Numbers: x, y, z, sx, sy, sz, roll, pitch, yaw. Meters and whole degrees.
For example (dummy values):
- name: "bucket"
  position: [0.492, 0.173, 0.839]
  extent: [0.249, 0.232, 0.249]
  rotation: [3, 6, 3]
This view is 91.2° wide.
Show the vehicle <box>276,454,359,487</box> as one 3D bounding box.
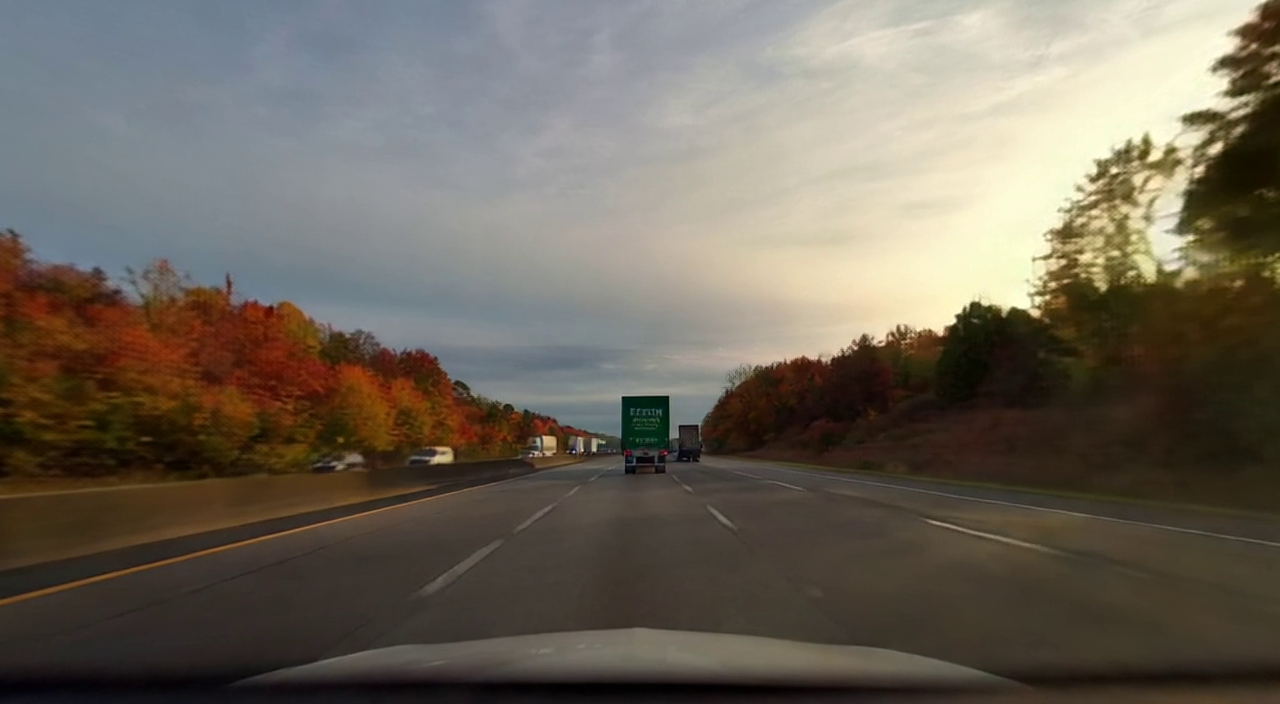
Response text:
- name: "vehicle"
  position: [-16.136, 5.915, 31.604]
  extent: [1.914, 1.506, 4.103]
  rotation: [0, -9, 1]

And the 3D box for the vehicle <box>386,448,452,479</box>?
- name: "vehicle"
  position: [-12.390, 6.259, 35.415]
  extent: [2.171, 1.661, 3.953]
  rotation: [0, -9, 1]

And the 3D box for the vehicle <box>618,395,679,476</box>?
- name: "vehicle"
  position: [0.400, 5.037, 37.255]
  extent: [3.057, 4.073, 10.792]
  rotation: [0, -9, 0]
